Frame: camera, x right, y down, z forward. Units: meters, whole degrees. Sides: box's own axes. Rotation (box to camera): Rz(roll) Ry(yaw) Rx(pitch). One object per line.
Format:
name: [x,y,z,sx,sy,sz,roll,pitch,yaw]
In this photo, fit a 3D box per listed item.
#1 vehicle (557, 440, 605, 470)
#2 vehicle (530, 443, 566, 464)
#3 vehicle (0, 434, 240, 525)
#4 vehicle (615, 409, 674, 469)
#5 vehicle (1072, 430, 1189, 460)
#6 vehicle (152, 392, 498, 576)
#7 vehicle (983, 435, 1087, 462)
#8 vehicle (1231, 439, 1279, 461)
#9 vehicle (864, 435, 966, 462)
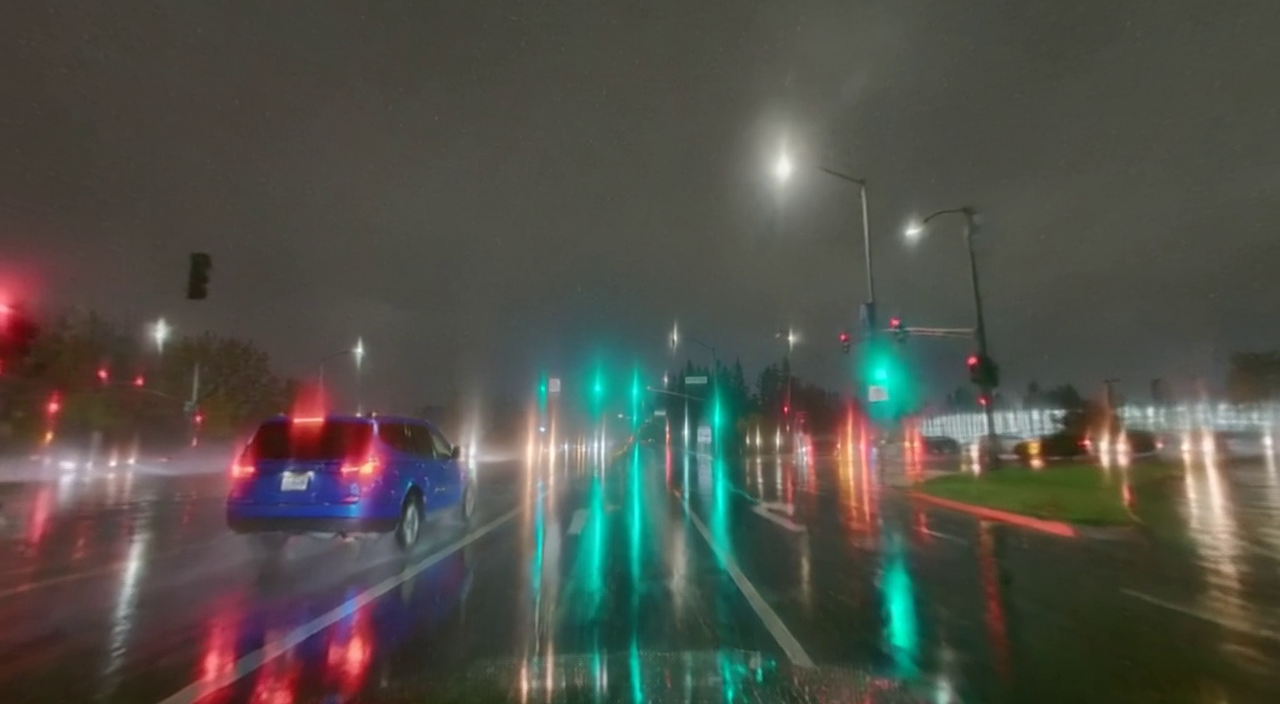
vehicle: [-3.088,5.468,33.612,2.023,1.483,4.143,0,-8,2]
vehicle: [-6.660,7.388,45.974,1.933,1.477,4.119,0,-8,1]
vehicle: [-10.770,2.481,12.925,1.969,1.502,4.713,0,-8,0]
vehicle: [0.304,4.910,35.458,2.993,3.051,6.692,0,-8,1]
vehicle: [31.015,5.877,39.797,5.530,1.827,2.161,0,-8,0]
vehicle: [-3.728,1.672,8.814,2.178,1.826,4.933,0,-8,1]
vehicle: [23.099,5.660,36.853,4.716,1.494,2.001,0,-8,1]
vehicle: [44.092,6.741,43.238,4.747,1.485,1.942,0,-8,0]
vehicle: [16.036,5.663,36.793,4.983,1.511,2.077,0,-8,0]
